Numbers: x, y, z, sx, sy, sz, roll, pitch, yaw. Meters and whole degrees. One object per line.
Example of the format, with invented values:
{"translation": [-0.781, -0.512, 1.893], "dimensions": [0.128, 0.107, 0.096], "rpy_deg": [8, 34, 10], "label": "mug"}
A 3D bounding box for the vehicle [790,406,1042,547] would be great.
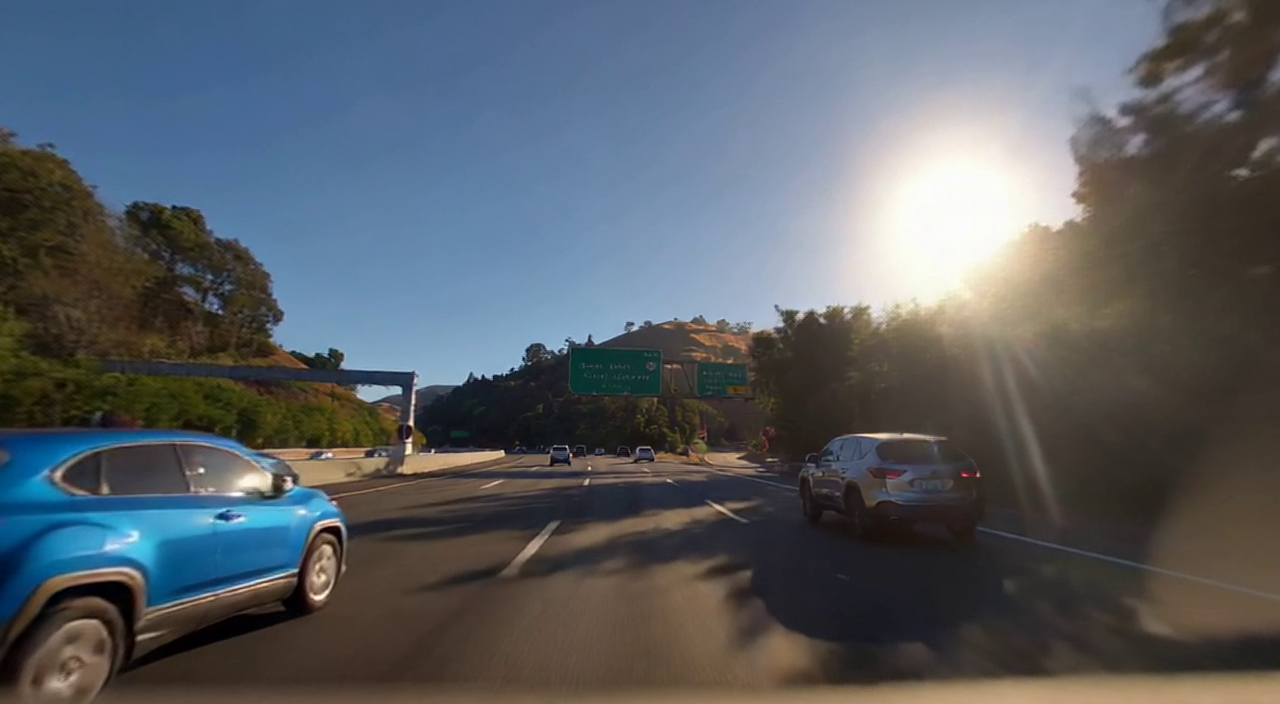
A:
{"translation": [4.342, 2.068, 11.086], "dimensions": [2.103, 1.903, 4.837], "rpy_deg": [0, -9, -2], "label": "vehicle"}

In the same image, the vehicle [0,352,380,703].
{"translation": [-3.861, 1.142, 4.321], "dimensions": [2.213, 1.766, 4.598], "rpy_deg": [0, -9, -1], "label": "vehicle"}
